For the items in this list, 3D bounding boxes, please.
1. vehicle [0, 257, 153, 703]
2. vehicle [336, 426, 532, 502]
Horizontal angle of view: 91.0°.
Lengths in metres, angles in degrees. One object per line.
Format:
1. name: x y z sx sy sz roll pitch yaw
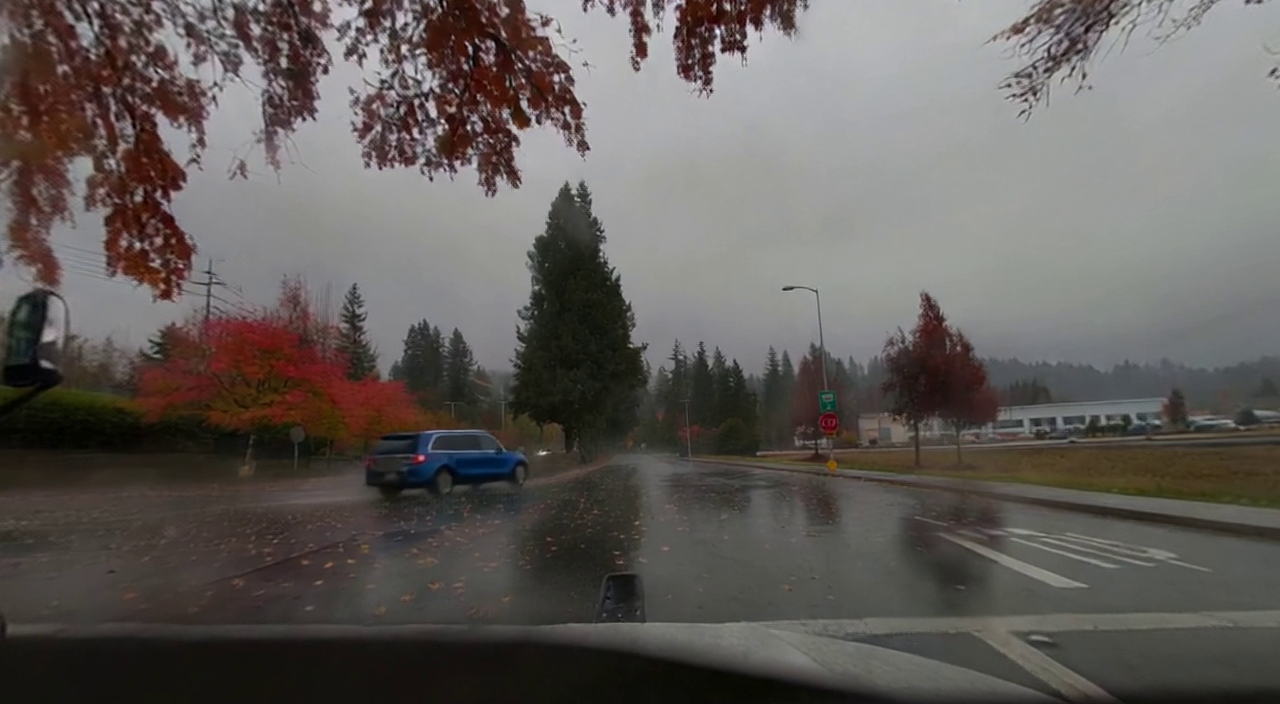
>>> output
1. vehicle: -3.478 0.416 0.696 2.145 2.038 4.656 0 -8 -1
2. vehicle: -6.182 3.424 19.805 2.284 2.012 5.607 -5 -10 32
